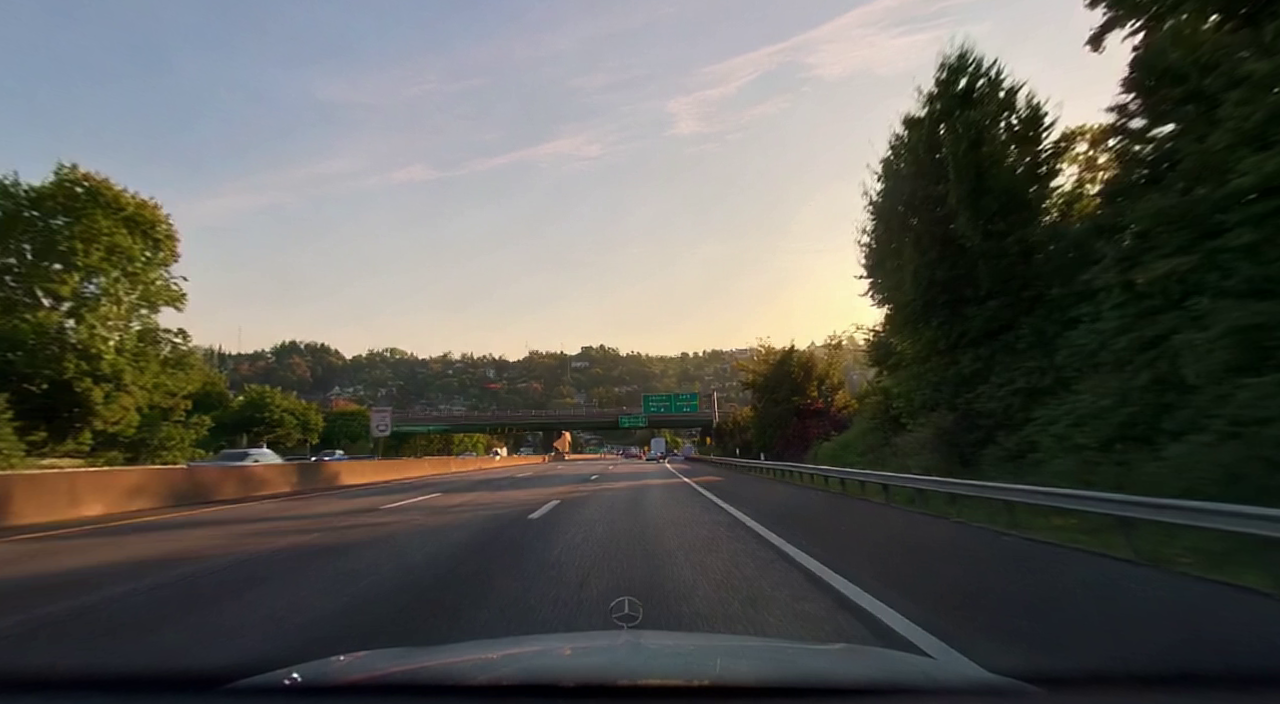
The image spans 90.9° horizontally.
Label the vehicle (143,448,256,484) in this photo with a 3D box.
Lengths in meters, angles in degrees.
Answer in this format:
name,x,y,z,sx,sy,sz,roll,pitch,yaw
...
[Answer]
name,x,y,z,sx,sy,sz,roll,pitch,yaw
vehicle,-20.201,5.227,29.207,1.902,1.505,4.575,0,-9,0
